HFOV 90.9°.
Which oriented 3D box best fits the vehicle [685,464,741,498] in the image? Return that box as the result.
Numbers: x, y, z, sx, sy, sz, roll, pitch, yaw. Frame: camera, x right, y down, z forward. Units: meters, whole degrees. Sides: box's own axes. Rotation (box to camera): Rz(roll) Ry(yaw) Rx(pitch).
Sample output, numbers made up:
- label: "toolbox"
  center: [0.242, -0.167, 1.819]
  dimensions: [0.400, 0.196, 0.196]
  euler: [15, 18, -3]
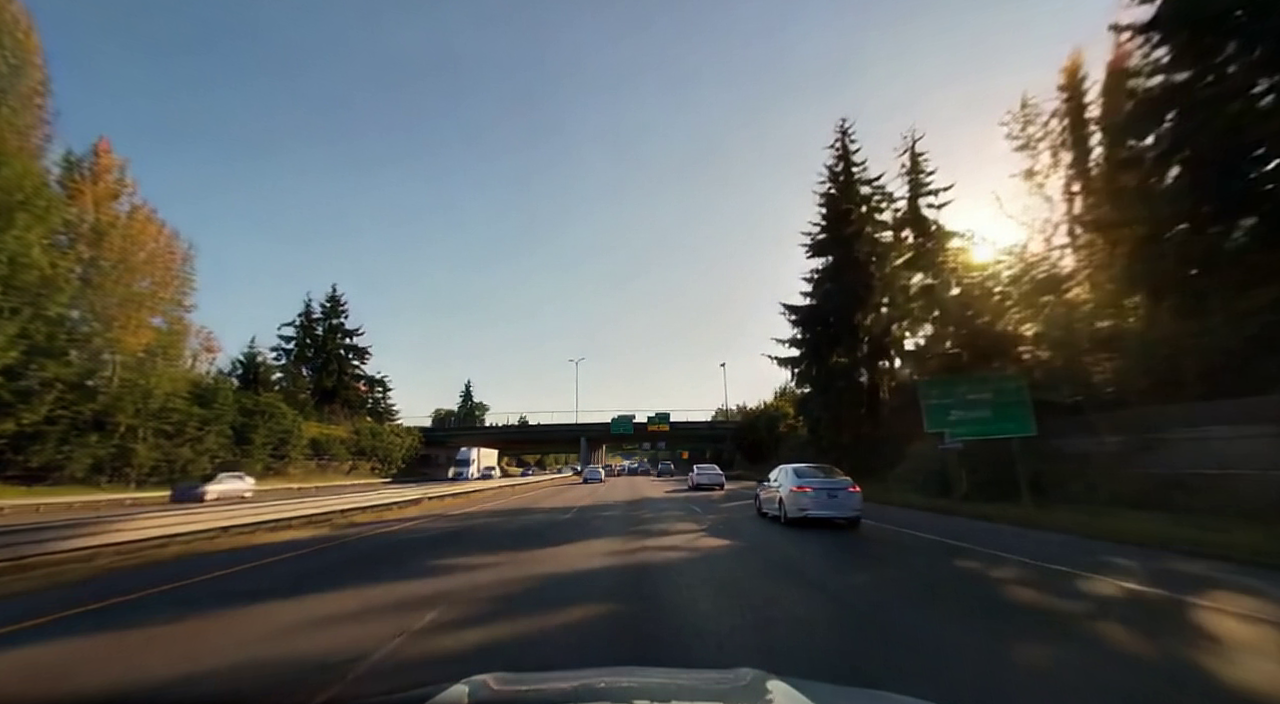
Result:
- label: "vehicle"
  center: [3.461, 6.235, 30.678]
  dimensions: [2.051, 1.472, 4.547]
  euler: [1, -10, -2]

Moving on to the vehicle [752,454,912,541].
- label: "vehicle"
  center: [3.995, 3.148, 14.129]
  dimensions: [2.010, 1.579, 4.679]
  euler: [1, -10, -2]

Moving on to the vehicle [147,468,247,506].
- label: "vehicle"
  center: [-19.895, 6.059, 28.518]
  dimensions: [1.750, 1.525, 3.748]
  euler: [1, -10, -1]
